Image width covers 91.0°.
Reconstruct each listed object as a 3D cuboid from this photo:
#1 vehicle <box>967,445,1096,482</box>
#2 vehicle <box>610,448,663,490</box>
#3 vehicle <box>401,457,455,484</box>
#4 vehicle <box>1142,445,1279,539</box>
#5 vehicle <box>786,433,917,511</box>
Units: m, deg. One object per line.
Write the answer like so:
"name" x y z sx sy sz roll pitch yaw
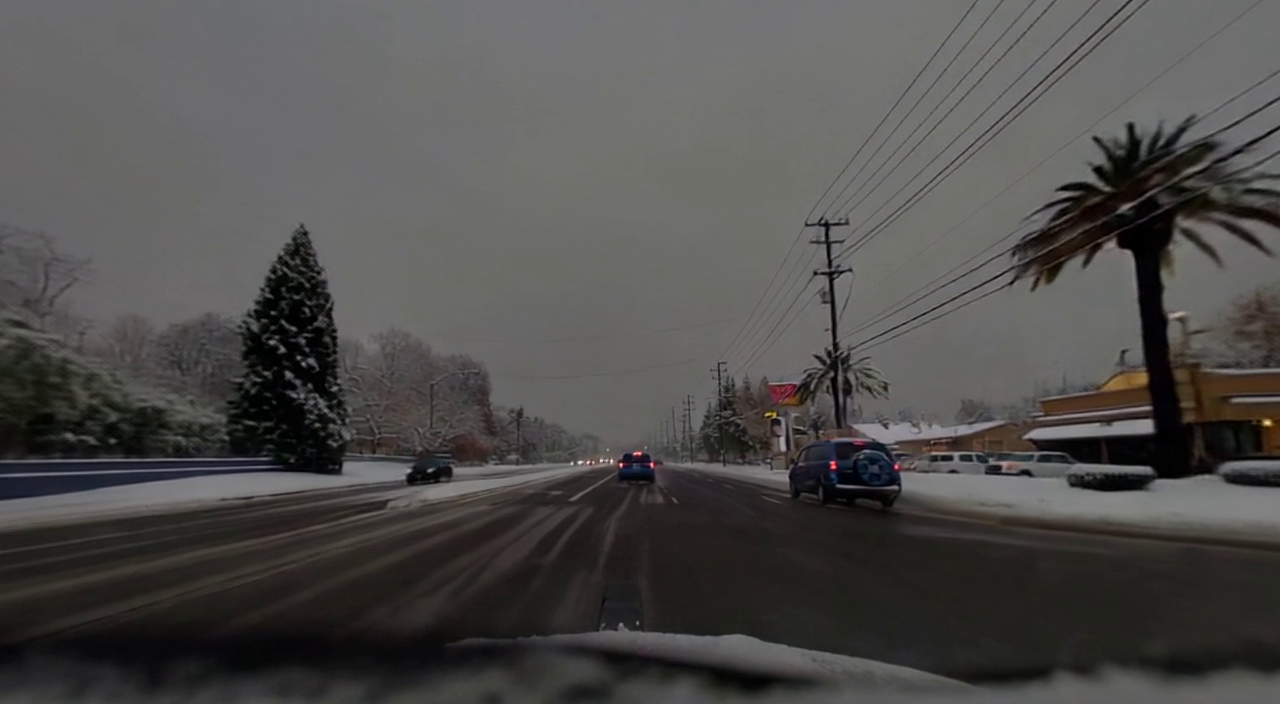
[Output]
"vehicle" 17.945 5.112 29.018 4.490 1.604 2.089 0 -9 1
"vehicle" -0.166 5.023 27.406 2.138 1.672 4.168 0 -9 -1
"vehicle" -14.207 7.957 42.449 1.997 1.641 4.528 0 -9 1
"vehicle" 11.519 2.336 10.663 4.400 1.507 2.009 -6 -11 32
"vehicle" 5.806 3.346 17.995 2.107 1.928 4.471 0 -9 0
